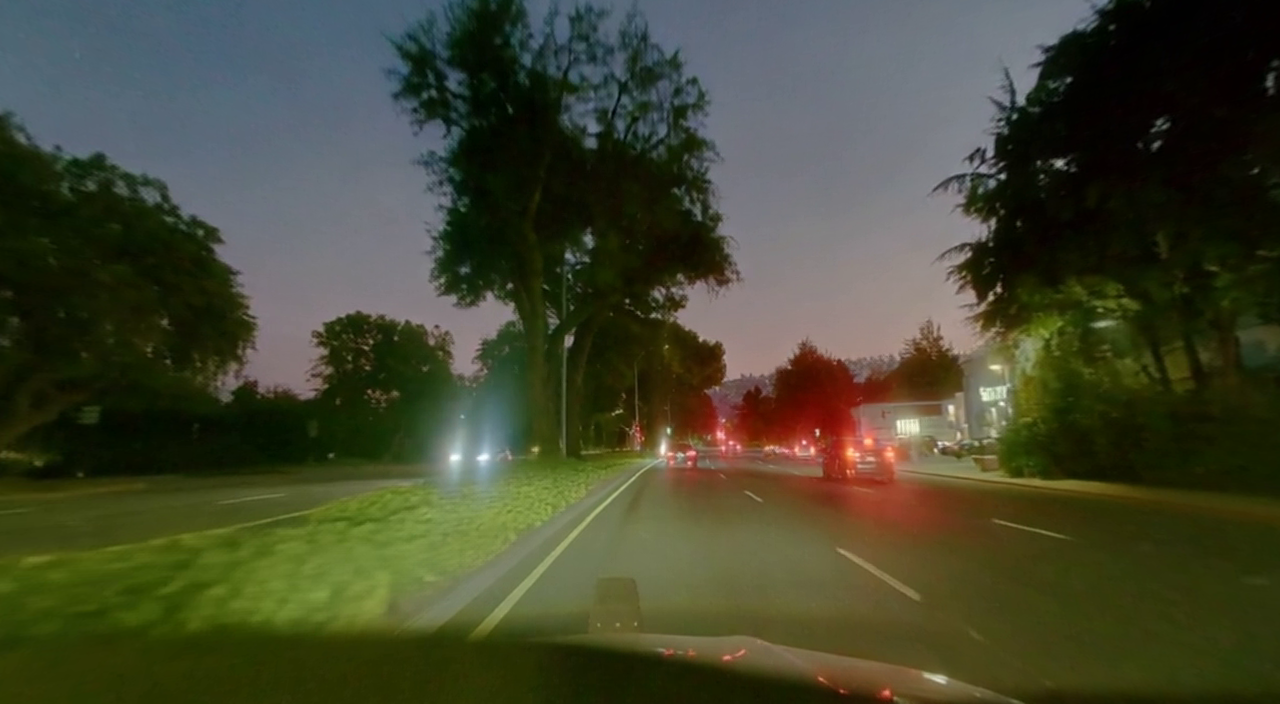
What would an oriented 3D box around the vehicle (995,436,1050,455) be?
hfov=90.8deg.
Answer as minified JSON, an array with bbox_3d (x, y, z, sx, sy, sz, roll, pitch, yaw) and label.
[{"bbox_3d":[30.174,7.387,49.991,1.844,1.481,3.904,0,-8,-1],"label":"vehicle"}]

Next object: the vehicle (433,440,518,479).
[{"bbox_3d":[-6.892,4.524,27.057,2.063,1.483,4.751,-1,-8,4],"label":"vehicle"}]

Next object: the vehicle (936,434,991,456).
[{"bbox_3d":[25.163,7.250,49.299,1.864,1.655,4.179,0,-8,-2],"label":"vehicle"}]

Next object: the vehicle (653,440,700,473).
[{"bbox_3d":[1.808,4.968,30.366,2.095,1.456,3.873,-1,-8,5],"label":"vehicle"}]
